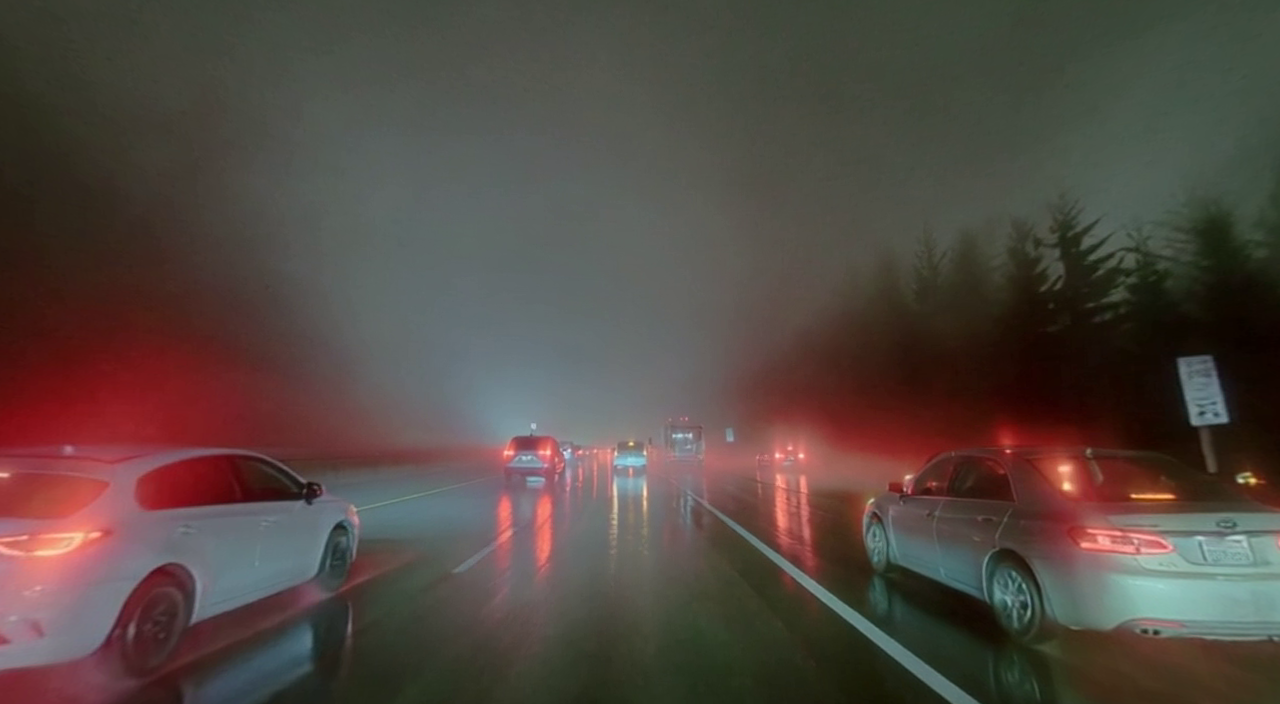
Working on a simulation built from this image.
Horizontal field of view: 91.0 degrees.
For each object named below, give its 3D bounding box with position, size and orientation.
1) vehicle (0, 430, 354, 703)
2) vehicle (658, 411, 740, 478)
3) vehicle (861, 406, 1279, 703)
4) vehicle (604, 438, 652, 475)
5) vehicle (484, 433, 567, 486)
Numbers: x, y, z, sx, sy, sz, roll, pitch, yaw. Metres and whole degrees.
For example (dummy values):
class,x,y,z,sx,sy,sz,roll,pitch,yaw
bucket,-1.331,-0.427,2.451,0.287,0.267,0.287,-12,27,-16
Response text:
class,x,y,z,sx,sy,sz,roll,pitch,yaw
vehicle,-4.094,1.316,4.552,1.947,1.424,4.264,0,-9,2
vehicle,3.079,5.440,37.103,3.426,3.279,12.313,0,-8,-1
vehicle,3.070,1.182,3.634,2.031,1.504,4.327,0,-9,0
vehicle,-0.583,5.254,31.833,2.235,1.682,4.094,0,-9,-1
vehicle,-4.172,4.011,23.820,2.176,1.783,4.799,0,-9,0
